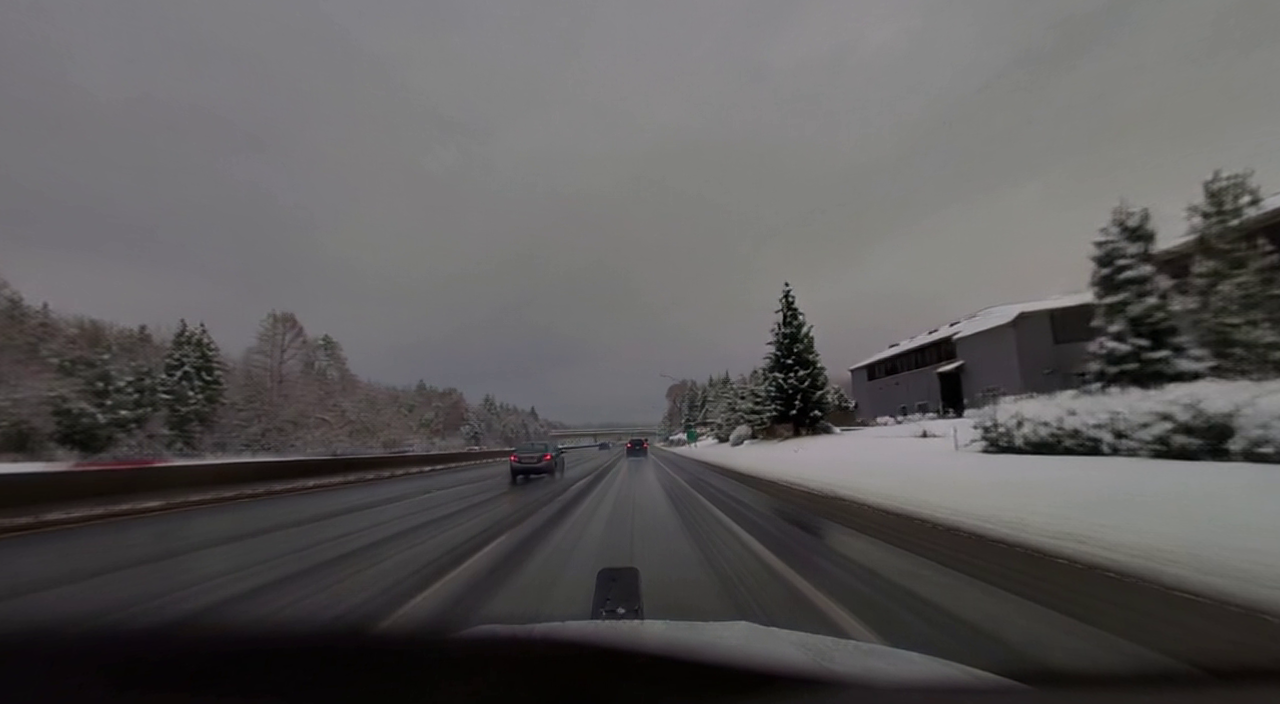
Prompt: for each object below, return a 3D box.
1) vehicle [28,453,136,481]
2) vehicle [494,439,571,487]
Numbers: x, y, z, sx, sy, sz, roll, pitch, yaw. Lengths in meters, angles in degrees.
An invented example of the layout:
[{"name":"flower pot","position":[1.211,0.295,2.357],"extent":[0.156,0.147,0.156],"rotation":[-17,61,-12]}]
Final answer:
[{"name":"vehicle","position":[-32.172,6.609,36.654],"extent":[2.084,1.483,4.615],"rotation":[0,-9,0]},{"name":"vehicle","position":[-3.551,3.764,21.683],"extent":[1.920,1.463,4.134],"rotation":[0,-9,0]}]
